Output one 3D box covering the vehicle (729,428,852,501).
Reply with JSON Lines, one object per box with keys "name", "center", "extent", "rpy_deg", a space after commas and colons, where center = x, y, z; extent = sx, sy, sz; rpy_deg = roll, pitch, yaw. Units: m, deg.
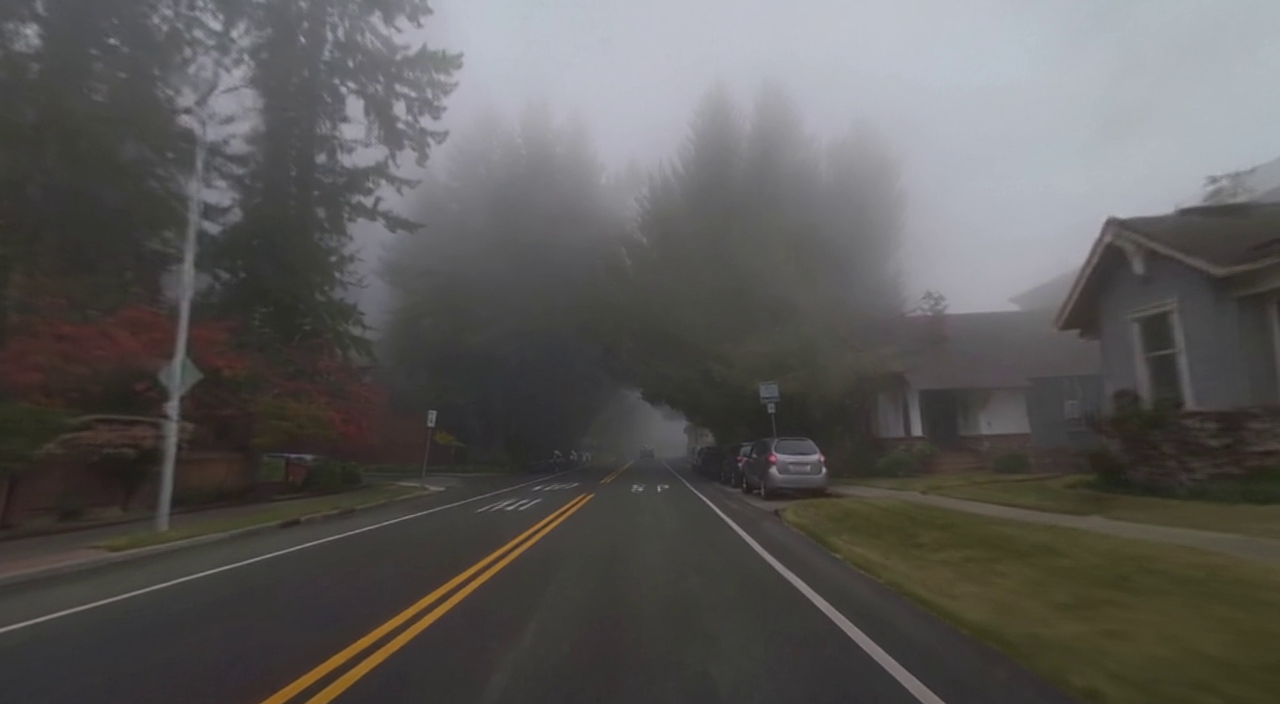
{"name": "vehicle", "center": [3.981, 3.064, 17.619], "extent": [1.937, 1.752, 4.574], "rpy_deg": [1, -8, -5]}
